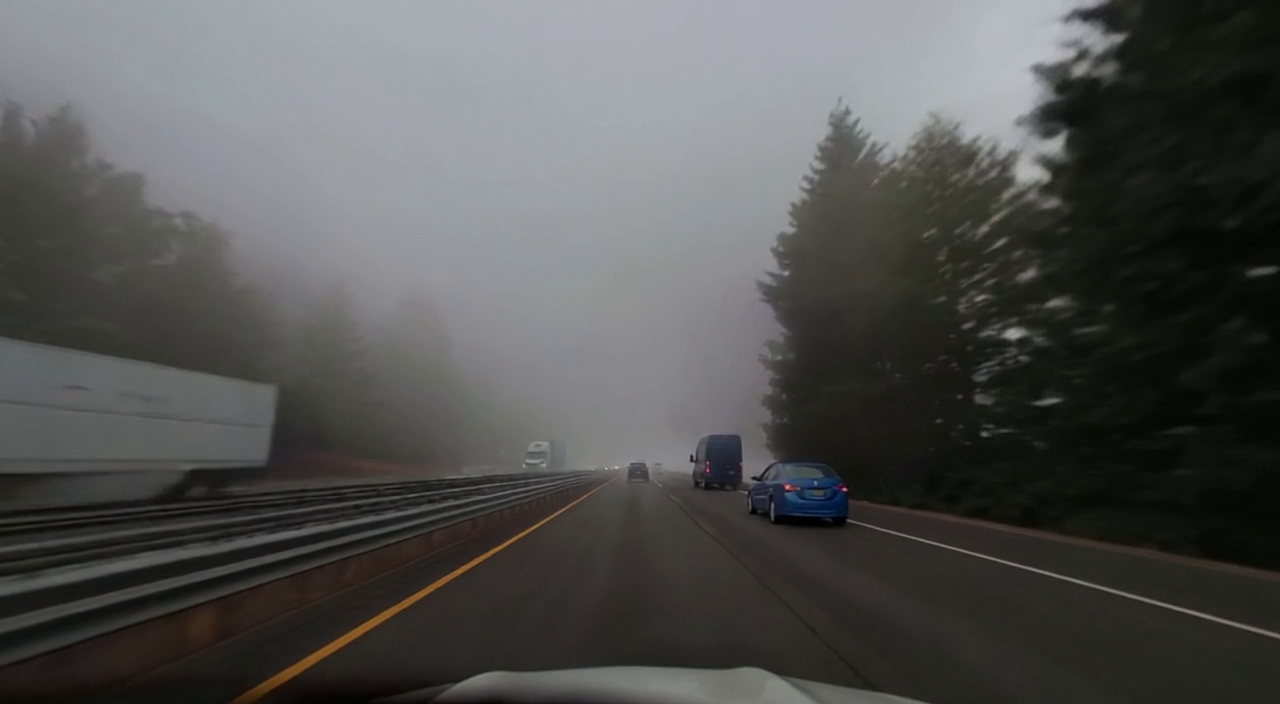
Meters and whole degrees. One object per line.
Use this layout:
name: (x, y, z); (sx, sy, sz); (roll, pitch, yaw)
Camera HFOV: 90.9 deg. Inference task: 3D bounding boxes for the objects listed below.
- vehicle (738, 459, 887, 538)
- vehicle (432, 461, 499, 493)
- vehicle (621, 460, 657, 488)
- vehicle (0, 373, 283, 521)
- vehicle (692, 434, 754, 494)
vehicle: (3.857, 3.392, 15.156); (2.073, 1.532, 4.969); (1, -10, -1)
vehicle: (-8.725, 6.320, 31.925); (2.024, 1.471, 4.450); (0, -10, 1)
vehicle: (-0.016, 7.968, 41.210); (2.212, 1.717, 4.452); (1, -10, 0)
vehicle: (-13.607, 2.713, 17.445); (2.876, 3.200, 7.459); (0, -10, 1)
vehicle: (4.544, 6.361, 35.749); (2.563, 2.975, 6.941); (1, -10, 0)
